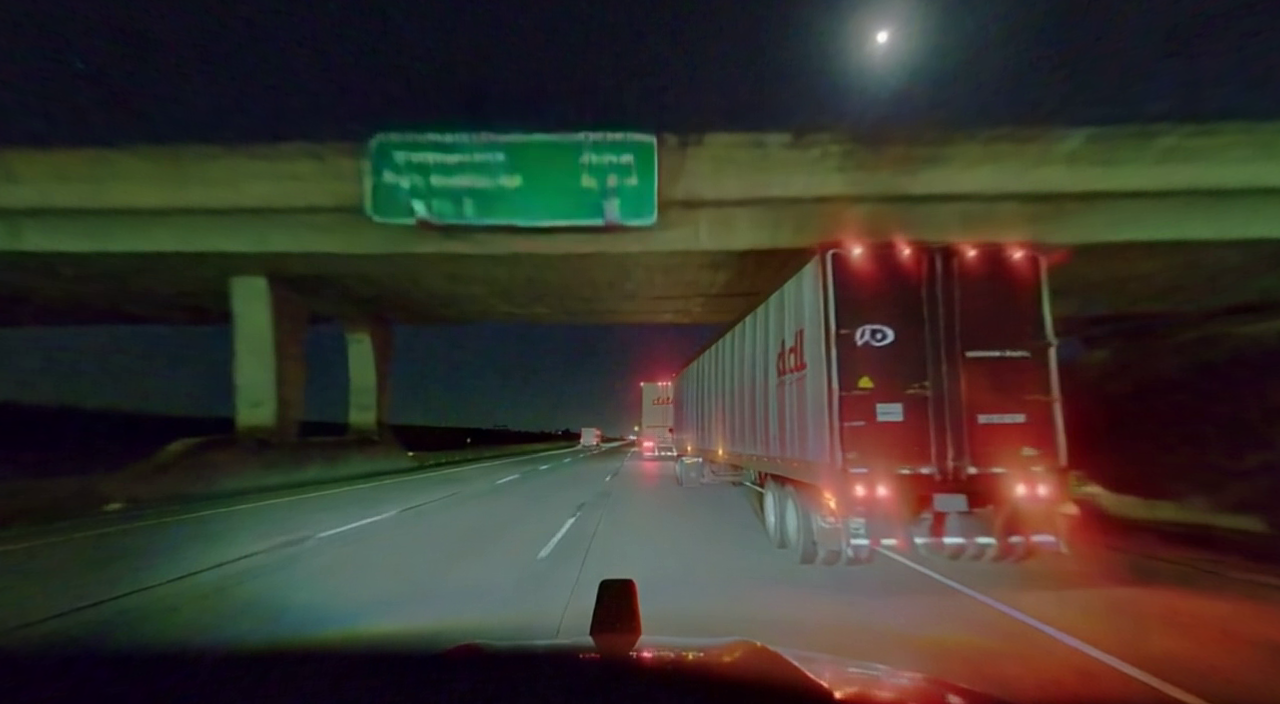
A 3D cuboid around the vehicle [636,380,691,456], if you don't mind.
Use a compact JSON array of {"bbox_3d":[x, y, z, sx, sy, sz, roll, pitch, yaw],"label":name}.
[{"bbox_3d":[1.381,4.681,42.513,3.034,4.194,14.704,0,-8,1],"label":"vehicle"}]
